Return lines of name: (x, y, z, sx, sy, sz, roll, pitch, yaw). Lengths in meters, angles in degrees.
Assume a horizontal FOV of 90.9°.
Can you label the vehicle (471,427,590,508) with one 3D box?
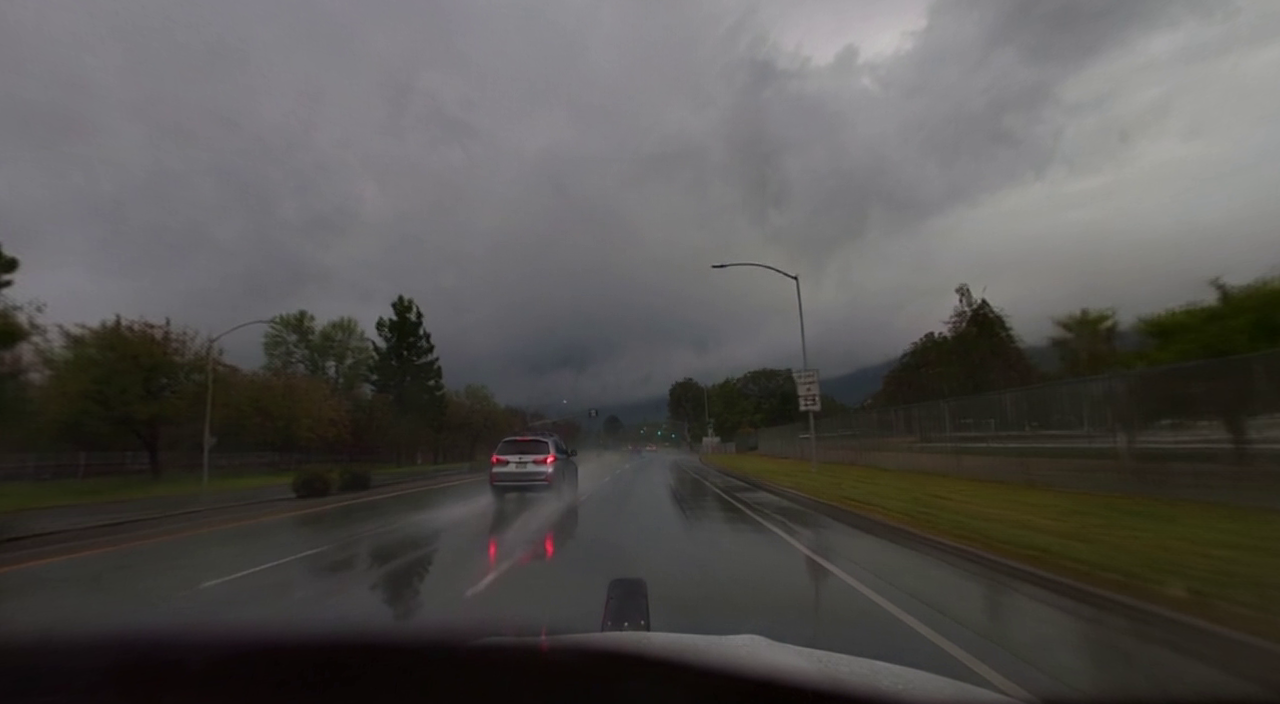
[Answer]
vehicle: (-2.728, 3.030, 17.024, 2.160, 1.855, 4.695, -1, -8, 3)
